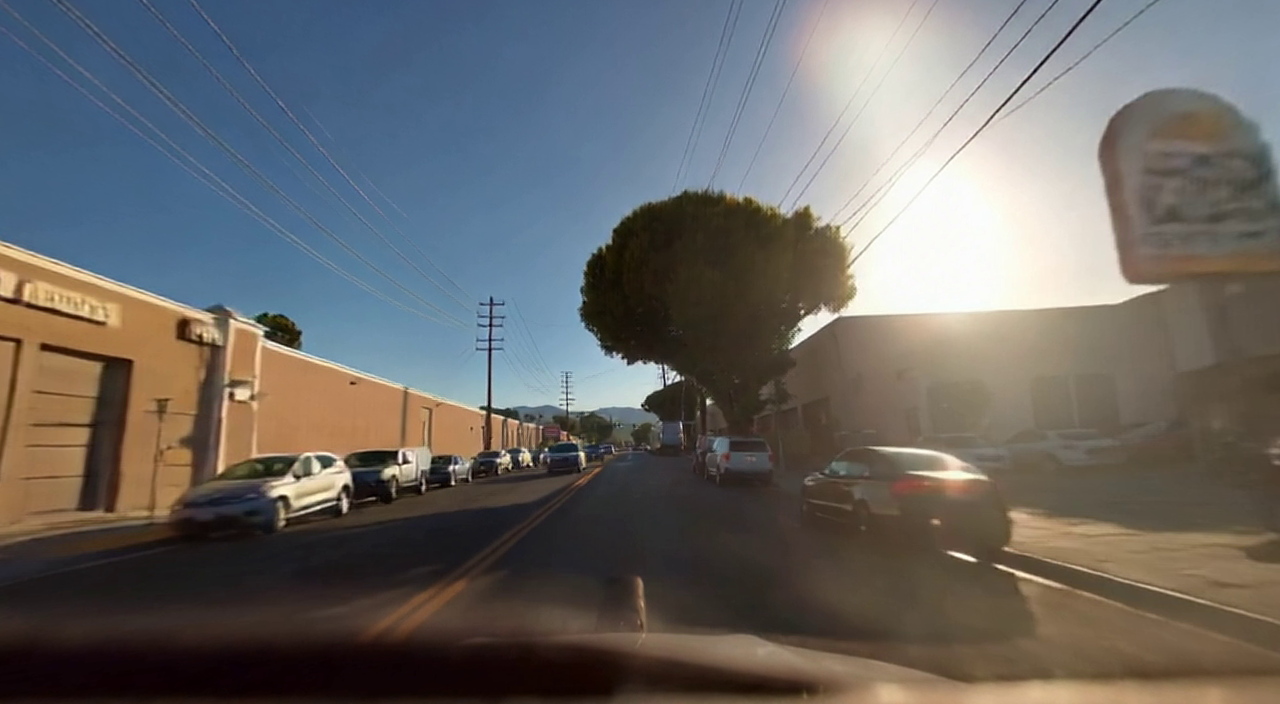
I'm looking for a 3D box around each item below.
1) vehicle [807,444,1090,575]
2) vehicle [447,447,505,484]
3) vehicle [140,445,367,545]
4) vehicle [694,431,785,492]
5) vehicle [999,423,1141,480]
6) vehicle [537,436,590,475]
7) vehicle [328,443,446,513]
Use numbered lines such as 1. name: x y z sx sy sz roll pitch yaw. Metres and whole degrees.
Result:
1. vehicle: 4.127 2.131 9.492 1.919 1.453 4.425 0 -8 -2
2. vehicle: -8.225 5.677 32.078 1.903 1.710 4.322 0 -8 -2
3. vehicle: -7.974 2.924 13.737 2.194 1.775 4.482 0 -8 -2
4. vehicle: 3.491 3.976 23.473 2.218 1.956 5.916 0 -8 -2
5. vehicle: 14.662 3.417 21.863 1.828 1.749 4.000 0 -8 -4
6. vehicle: -4.179 5.792 35.579 2.275 1.999 5.723 0 -8 0
7. vehicle: -7.782 3.851 19.937 1.933 1.754 4.514 -3 -7 -1
